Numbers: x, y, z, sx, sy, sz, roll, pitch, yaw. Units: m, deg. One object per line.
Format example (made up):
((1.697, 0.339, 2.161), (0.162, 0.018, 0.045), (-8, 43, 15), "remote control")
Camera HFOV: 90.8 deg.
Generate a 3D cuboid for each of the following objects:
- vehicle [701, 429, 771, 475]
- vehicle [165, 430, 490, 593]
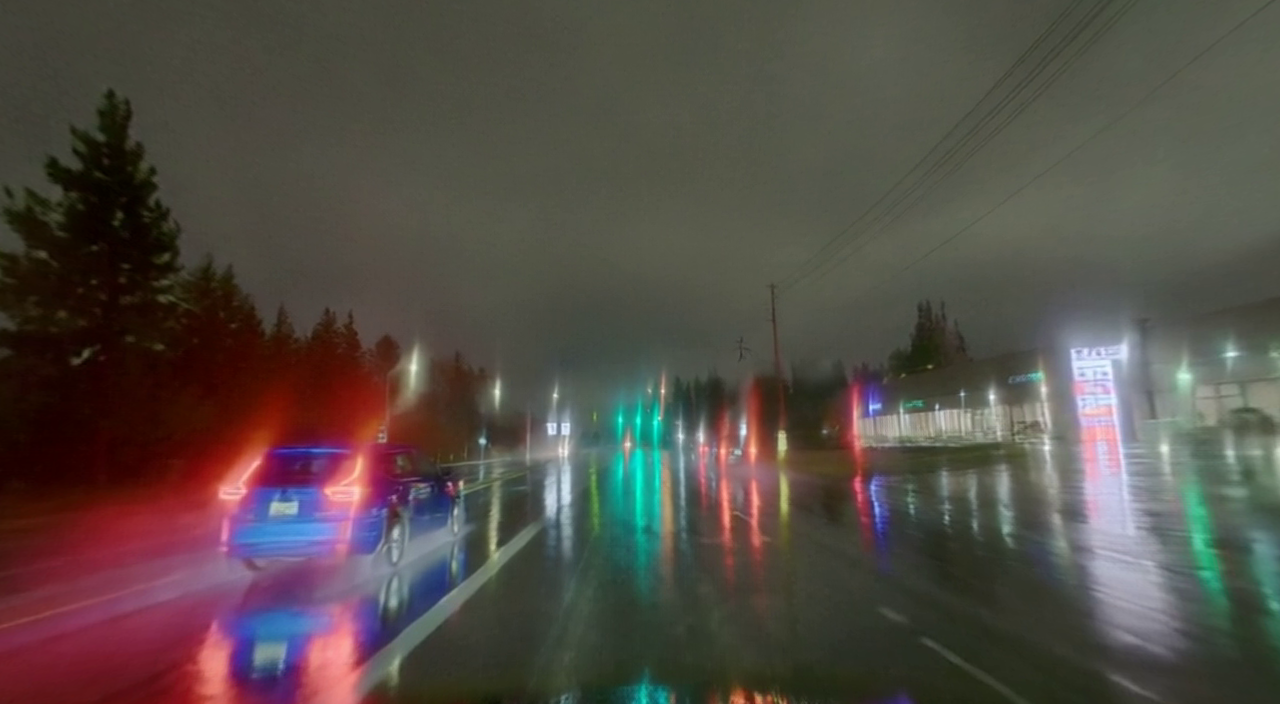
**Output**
((4.517, 4.842, 30.823), (2.476, 2.016, 5.586), (0, -8, 0), "vehicle")
((-3.396, 1.794, 8.038), (2.017, 1.470, 4.293), (0, -8, -1), "vehicle")
